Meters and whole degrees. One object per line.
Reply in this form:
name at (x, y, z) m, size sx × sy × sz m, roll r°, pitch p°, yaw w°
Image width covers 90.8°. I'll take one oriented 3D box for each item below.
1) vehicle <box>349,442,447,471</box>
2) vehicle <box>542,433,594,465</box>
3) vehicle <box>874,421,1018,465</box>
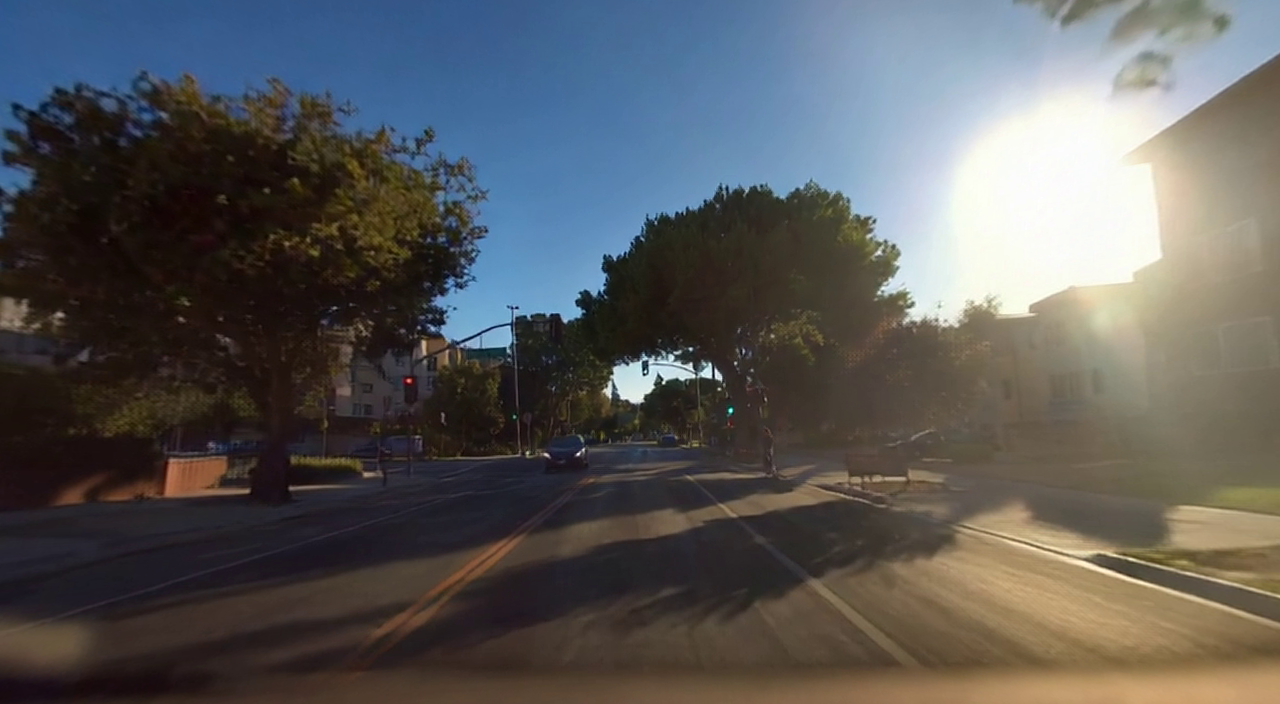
vehicle at (-12.287, 5.320, 32.220) m, size 4.135 × 1.424 × 1.945 m, roll -1°, pitch -8°, yaw 6°
vehicle at (-3.606, 4.977, 32.449) m, size 2.015 × 1.508 × 4.353 m, roll -1°, pitch -8°, yaw 2°
vehicle at (12.697, 3.801, 26.404) m, size 4.908 × 1.521 × 2.108 m, roll -2°, pitch -8°, yaw -5°
